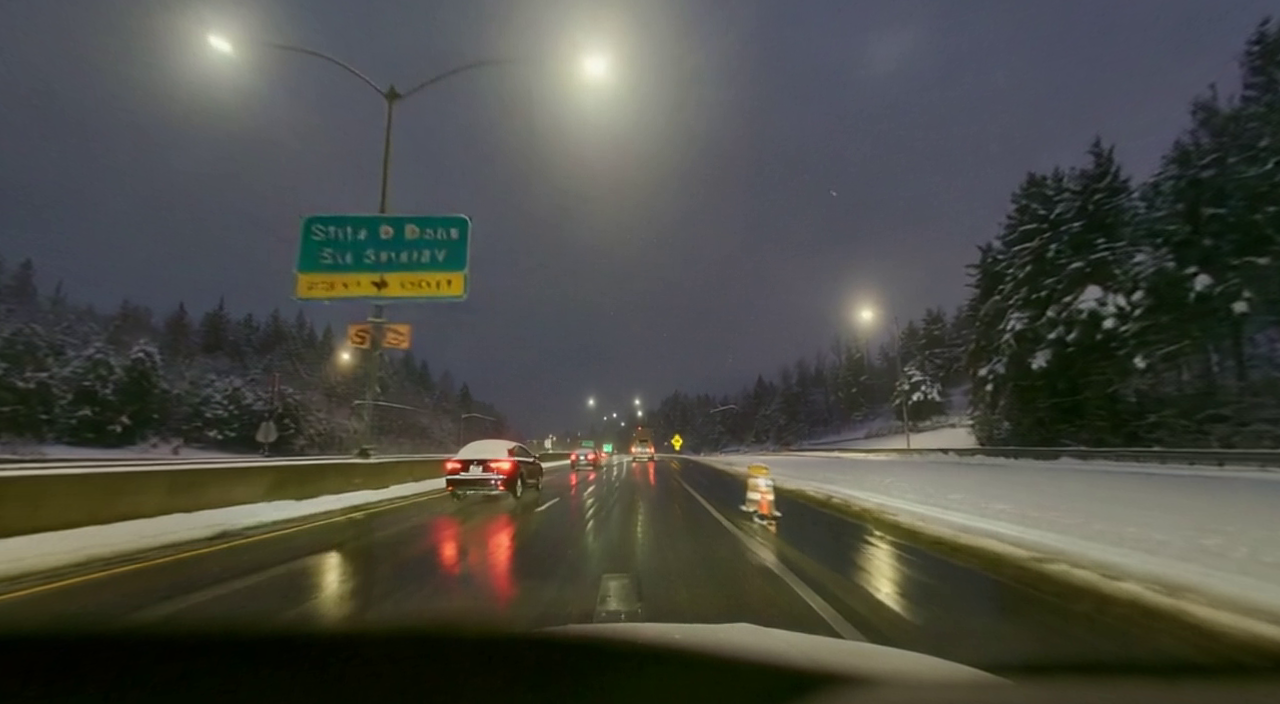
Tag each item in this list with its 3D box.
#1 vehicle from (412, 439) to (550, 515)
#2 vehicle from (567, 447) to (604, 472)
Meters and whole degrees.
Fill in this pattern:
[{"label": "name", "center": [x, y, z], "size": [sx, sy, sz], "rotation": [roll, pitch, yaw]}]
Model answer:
[{"label": "vehicle", "center": [-3.556, 2.888, 15.118], "size": [2.012, 1.510, 4.672], "rotation": [0, -9, 1]}, {"label": "vehicle", "center": [-3.366, 6.749, 39.726], "size": [1.965, 1.459, 4.145], "rotation": [0, -9, 0]}]
